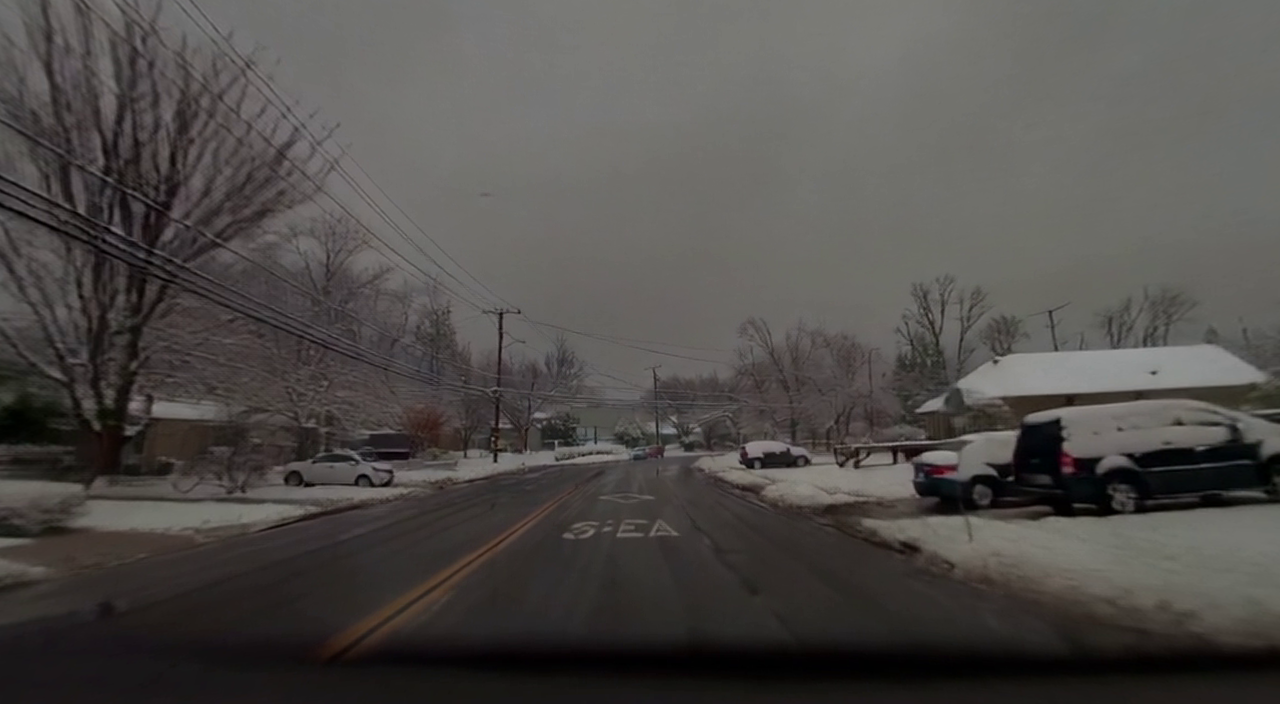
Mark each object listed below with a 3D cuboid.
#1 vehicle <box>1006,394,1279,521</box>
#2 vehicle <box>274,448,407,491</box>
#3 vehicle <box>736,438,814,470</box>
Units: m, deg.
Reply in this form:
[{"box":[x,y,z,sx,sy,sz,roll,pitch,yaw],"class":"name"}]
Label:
[{"box":[9.376,1.815,11.172,4.557,2.012,1.917,0,-8,-3],"class":"vehicle"},{"box":[-11.852,4.662,25.206,4.243,1.598,2.003,-1,-8,3],"class":"vehicle"},{"box":[7.573,5.749,35.647,3.846,1.725,1.920,0,-8,-4],"class":"vehicle"}]
